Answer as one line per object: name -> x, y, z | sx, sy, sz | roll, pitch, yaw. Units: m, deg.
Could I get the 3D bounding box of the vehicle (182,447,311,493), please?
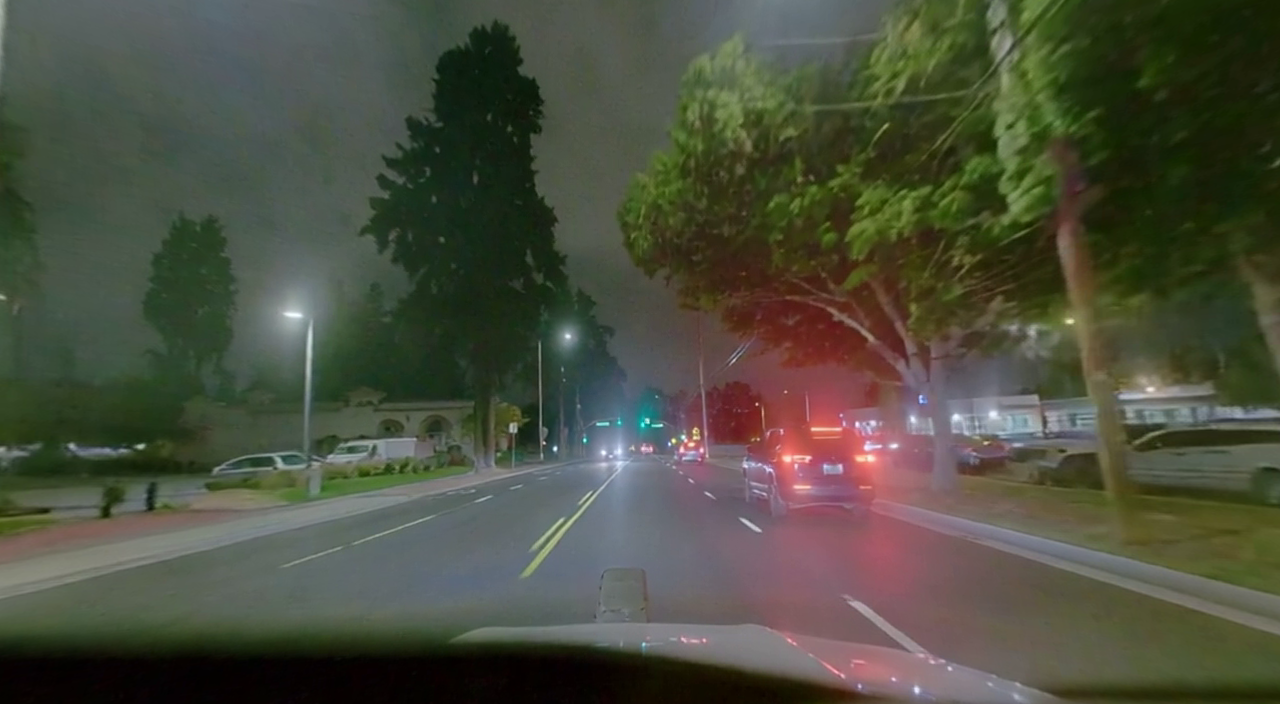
vehicle -> -15.102, 4.526, 24.326 | 3.993, 1.566, 2.114 | 5, -12, -33

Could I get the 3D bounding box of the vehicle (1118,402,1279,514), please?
vehicle -> 12.166, 1.938, 11.722 | 4.590, 1.863, 2.272 | -1, -9, 1

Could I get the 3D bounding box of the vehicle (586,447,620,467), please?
vehicle -> -2.701, 7.777, 46.787 | 2.133, 1.439, 4.280 | -1, -9, 2

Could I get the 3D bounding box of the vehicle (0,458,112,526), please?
vehicle -> -14.692, 3.072, 13.846 | 1.892, 1.408, 4.413 | -8, -12, 42

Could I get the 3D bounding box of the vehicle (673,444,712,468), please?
vehicle -> 3.421, 6.860, 41.685 | 2.072, 1.471, 4.834 | 0, -9, -1

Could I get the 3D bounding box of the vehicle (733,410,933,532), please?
vehicle -> 3.359, 2.236, 12.368 | 2.251, 1.861, 5.144 | 0, -9, 0
